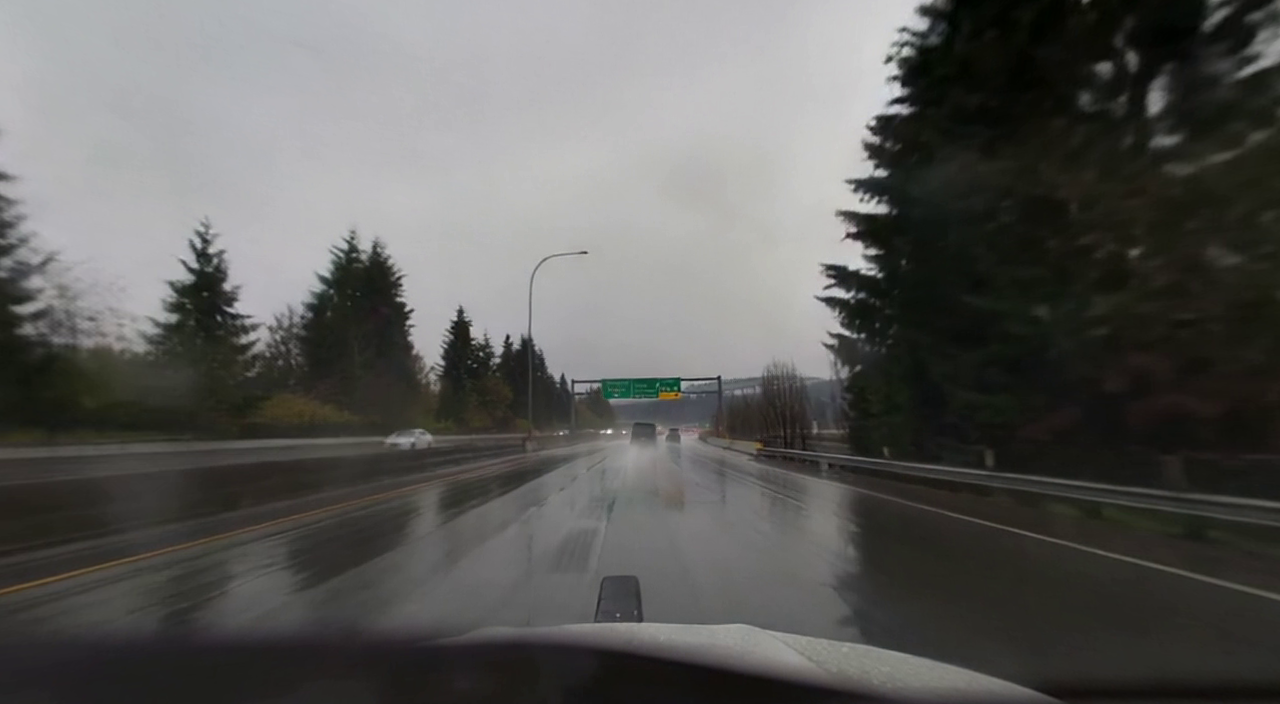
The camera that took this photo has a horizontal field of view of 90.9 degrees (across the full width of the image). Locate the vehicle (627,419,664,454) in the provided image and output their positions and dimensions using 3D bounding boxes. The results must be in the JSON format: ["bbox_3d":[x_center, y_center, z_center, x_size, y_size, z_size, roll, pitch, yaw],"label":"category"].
[{"bbox_3d":[0.322,5.916,44.215,2.450,2.314,4.753,0,-8,0],"label":"vehicle"}]
